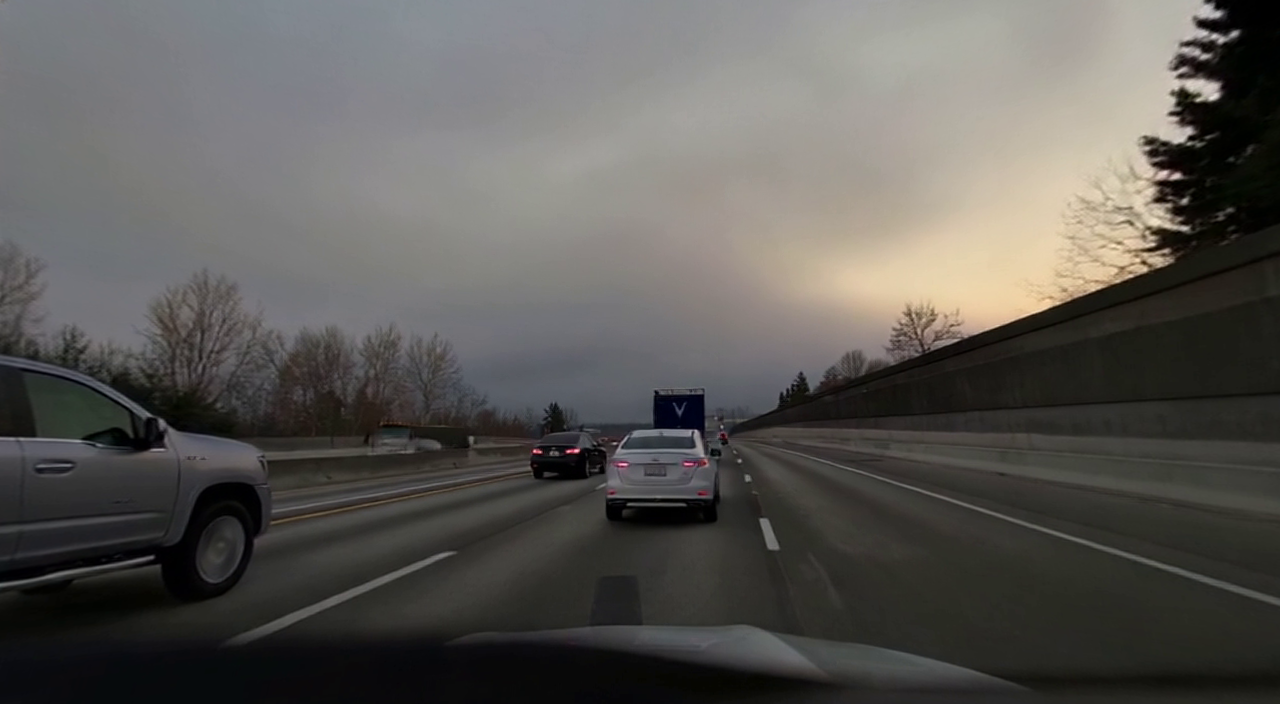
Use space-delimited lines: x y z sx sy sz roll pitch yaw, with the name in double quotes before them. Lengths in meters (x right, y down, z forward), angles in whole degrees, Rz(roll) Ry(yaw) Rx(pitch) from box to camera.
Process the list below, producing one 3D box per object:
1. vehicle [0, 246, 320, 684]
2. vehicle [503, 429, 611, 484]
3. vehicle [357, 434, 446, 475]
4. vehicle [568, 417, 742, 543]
"vehicle" -4.799 0.631 3.537 2.386 2.435 5.831 -1 -8 7
"vehicle" -2.329 3.090 18.993 2.087 1.457 4.313 -1 -8 9
"vehicle" -9.634 4.138 25.740 1.797 1.531 3.799 -1 -8 7
"vehicle" 0.490 1.825 9.748 2.089 1.485 4.153 -1 -8 10
